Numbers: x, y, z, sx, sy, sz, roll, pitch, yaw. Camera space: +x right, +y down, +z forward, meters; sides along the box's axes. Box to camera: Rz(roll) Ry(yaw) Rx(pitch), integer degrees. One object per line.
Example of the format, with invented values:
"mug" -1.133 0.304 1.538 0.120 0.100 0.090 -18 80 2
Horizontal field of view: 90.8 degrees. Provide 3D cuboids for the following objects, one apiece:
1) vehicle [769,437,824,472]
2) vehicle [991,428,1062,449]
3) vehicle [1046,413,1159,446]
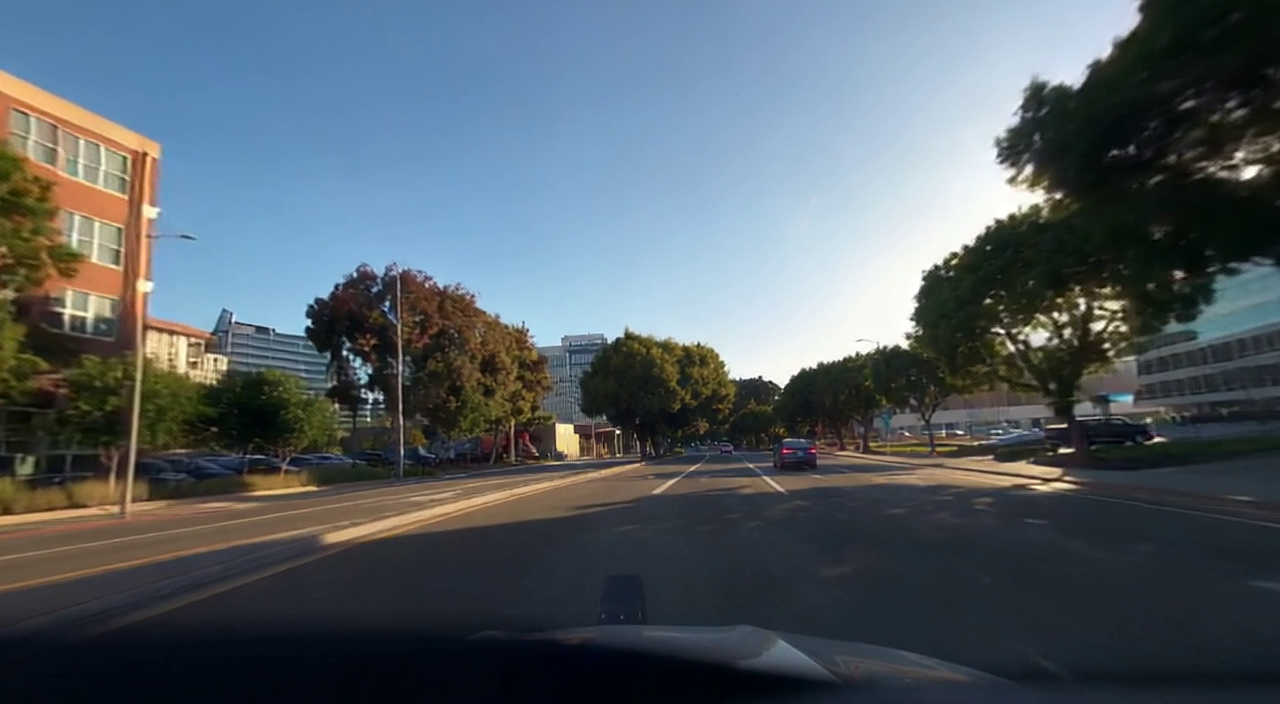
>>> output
"vehicle" 7.832 5.154 32.021 2.181 1.639 4.127 -1 -9 7
"vehicle" 27.637 6.212 45.211 3.881 1.410 1.702 -1 -9 5
"vehicle" 25.945 4.408 35.599 4.440 1.725 2.255 -2 -9 8
